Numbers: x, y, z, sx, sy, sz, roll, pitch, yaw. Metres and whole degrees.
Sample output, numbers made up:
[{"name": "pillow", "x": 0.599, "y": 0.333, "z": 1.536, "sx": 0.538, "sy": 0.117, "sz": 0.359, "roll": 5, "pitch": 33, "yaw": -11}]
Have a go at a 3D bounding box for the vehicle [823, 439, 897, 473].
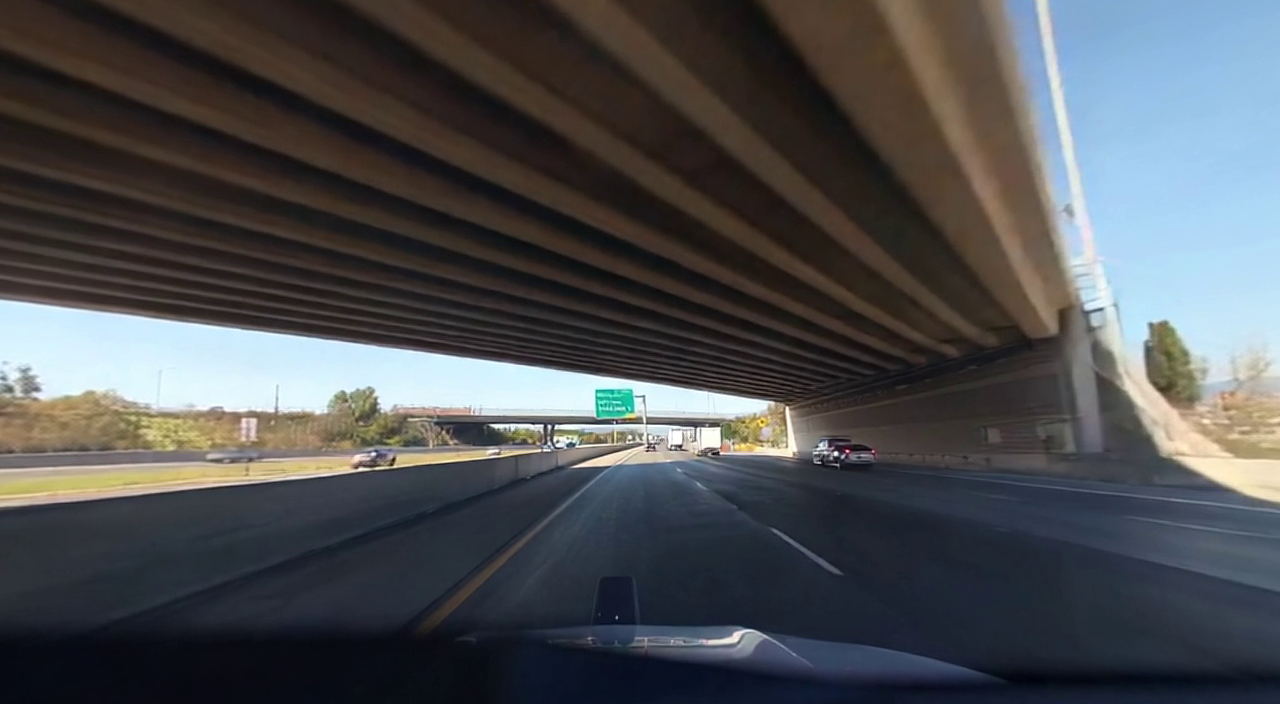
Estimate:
[{"name": "vehicle", "x": 11.253, "y": 5.344, "z": 32.727, "sx": 2.229, "sy": 1.599, "sz": 4.253, "roll": 0, "pitch": -8, "yaw": -1}]
